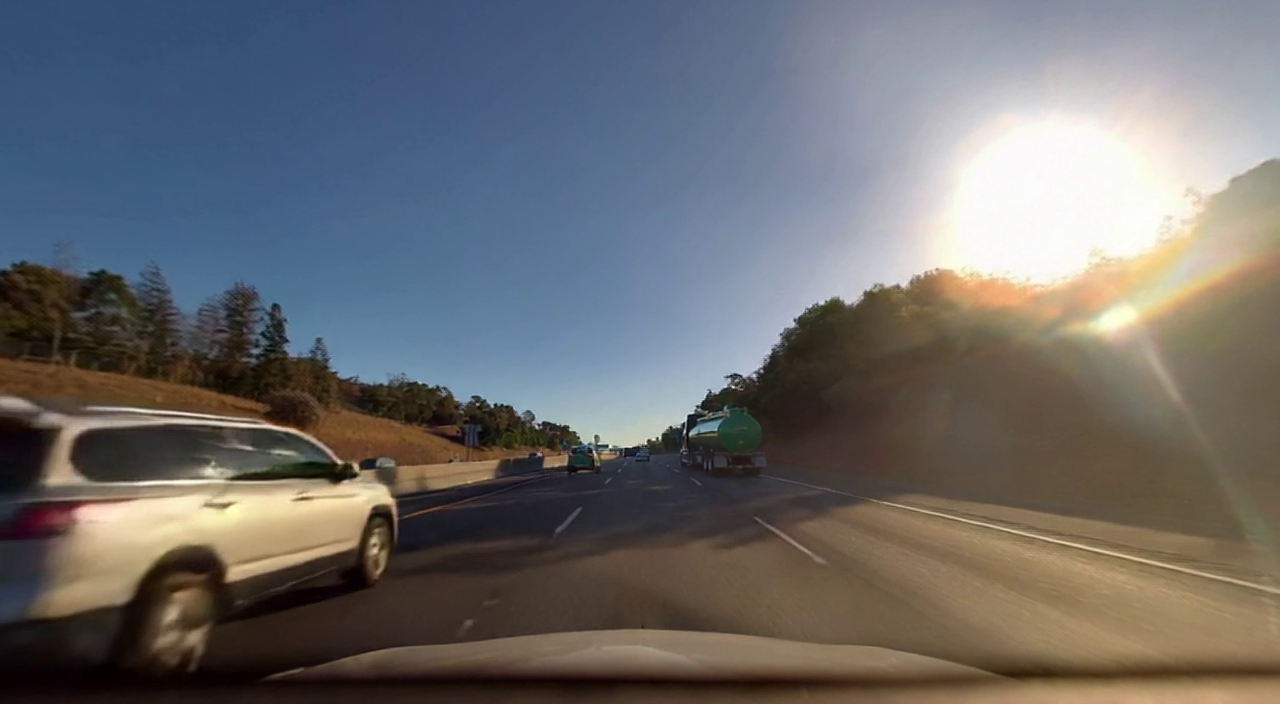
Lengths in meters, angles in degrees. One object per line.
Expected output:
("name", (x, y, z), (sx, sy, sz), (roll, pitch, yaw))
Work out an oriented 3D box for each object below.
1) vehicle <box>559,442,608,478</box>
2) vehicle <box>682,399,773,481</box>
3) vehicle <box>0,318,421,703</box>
("vehicle", (-3.043, 5.926, 34.799), (2.258, 1.805, 4.665), (-1, -9, 0))
("vehicle", (4.353, 4.983, 35.150), (2.889, 3.606, 13.832), (0, -9, -1))
("vehicle", (-3.117, 0.995, 3.423), (2.249, 1.710, 4.580), (0, -9, -1))
